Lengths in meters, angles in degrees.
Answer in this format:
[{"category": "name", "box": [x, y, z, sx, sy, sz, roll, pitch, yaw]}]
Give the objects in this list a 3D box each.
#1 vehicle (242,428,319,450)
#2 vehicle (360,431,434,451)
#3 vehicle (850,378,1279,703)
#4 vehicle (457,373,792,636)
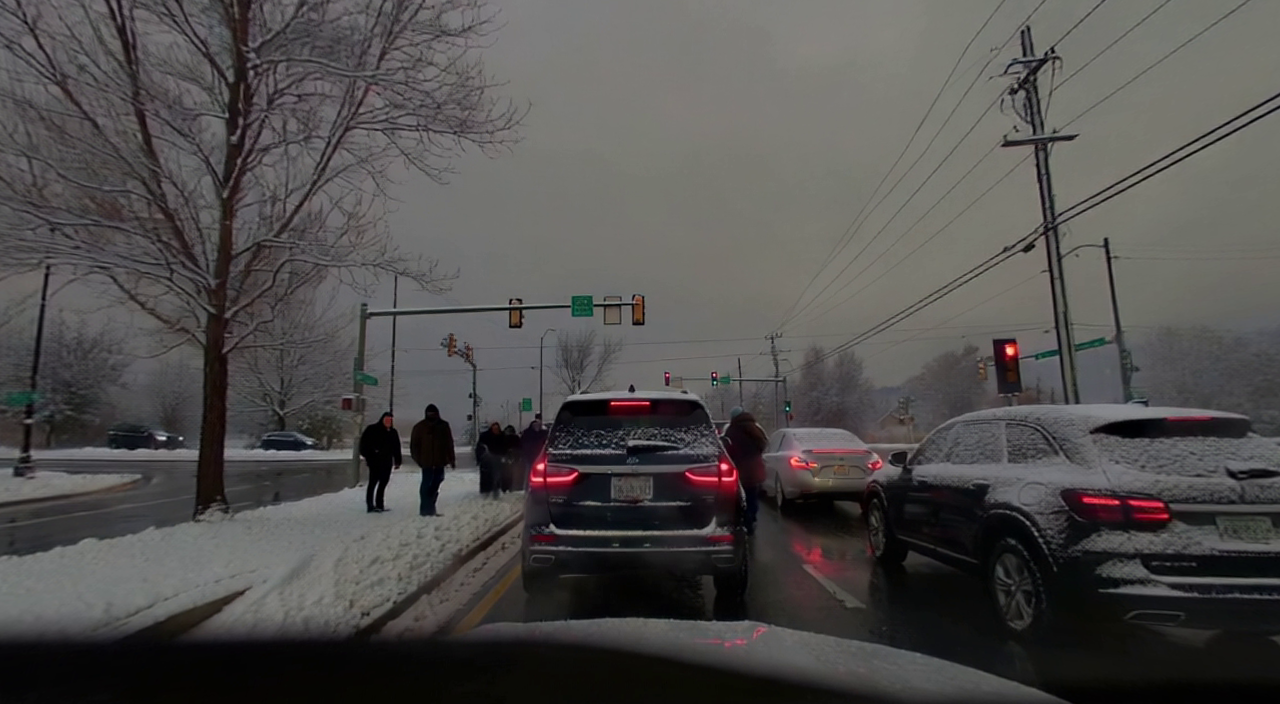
[{"category": "vehicle", "box": [-26.877, 6.520, 47.187, 4.587, 1.639, 1.878, 0, -8, 0]}, {"category": "vehicle", "box": [-17.790, 6.551, 46.348, 4.607, 1.478, 1.995, 0, -8, 0]}, {"category": "vehicle", "box": [3.548, 1.296, 5.555, 1.948, 1.677, 4.437, 0, -8, 1]}, {"category": "vehicle", "box": [-0.149, 1.359, 6.608, 2.271, 1.786, 4.443, 0, -8, -1]}]
